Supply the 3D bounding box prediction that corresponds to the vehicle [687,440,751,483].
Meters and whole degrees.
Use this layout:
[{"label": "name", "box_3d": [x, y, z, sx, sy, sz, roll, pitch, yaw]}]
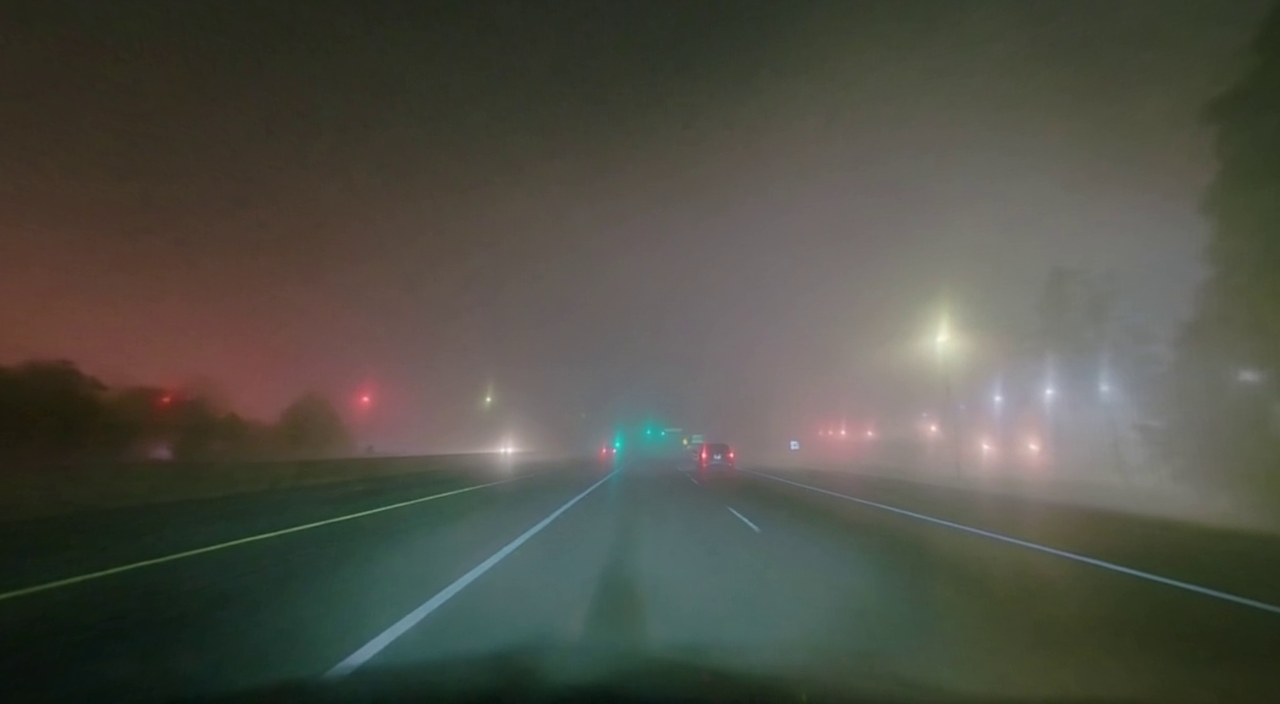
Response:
[{"label": "vehicle", "box_3d": [3.217, 4.583, 26.615, 2.085, 1.594, 4.848, 0, -9, 0]}]
